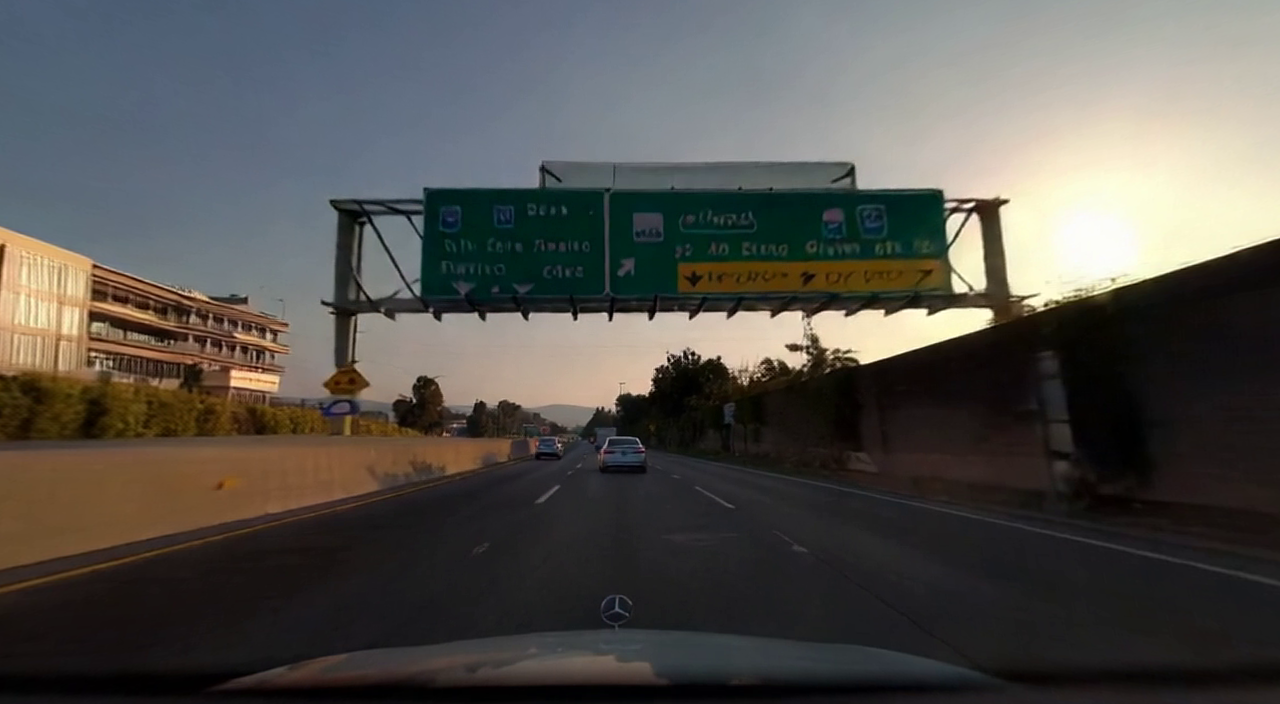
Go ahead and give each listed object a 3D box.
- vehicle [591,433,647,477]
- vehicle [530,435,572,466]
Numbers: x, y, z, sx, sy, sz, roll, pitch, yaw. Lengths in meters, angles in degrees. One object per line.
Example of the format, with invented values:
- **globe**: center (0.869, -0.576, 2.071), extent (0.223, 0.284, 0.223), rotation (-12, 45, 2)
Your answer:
- **vehicle**: center (-0.866, 4.134, 25.540), extent (2.078, 1.608, 3.982), rotation (0, -8, -3)
- **vehicle**: center (-5.290, 5.890, 37.929), extent (2.080, 1.733, 4.410), rotation (0, -8, -3)
